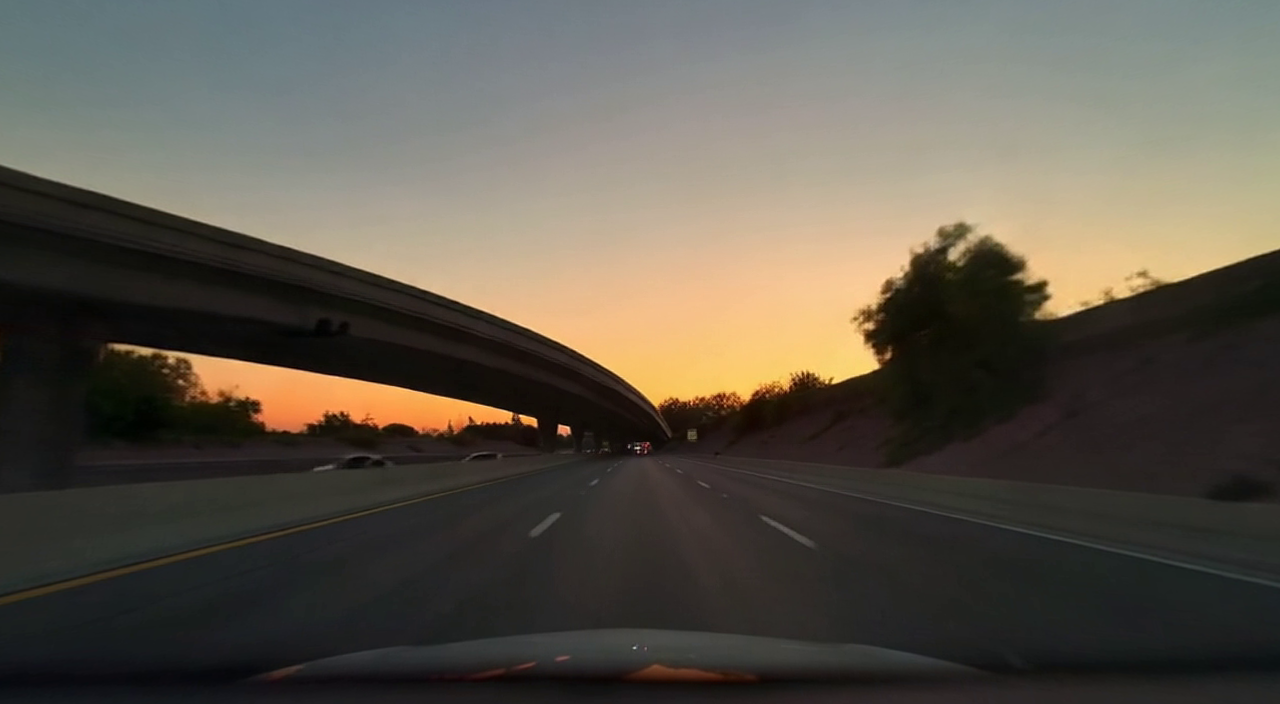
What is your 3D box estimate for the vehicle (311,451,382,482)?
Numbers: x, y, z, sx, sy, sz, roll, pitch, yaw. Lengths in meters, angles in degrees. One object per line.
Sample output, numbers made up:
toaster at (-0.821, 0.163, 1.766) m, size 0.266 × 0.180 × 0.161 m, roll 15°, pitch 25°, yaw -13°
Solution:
vehicle at (-16.316, 6.359, 35.083) m, size 1.873 × 1.572 × 4.257 m, roll -1°, pitch -9°, yaw 1°
